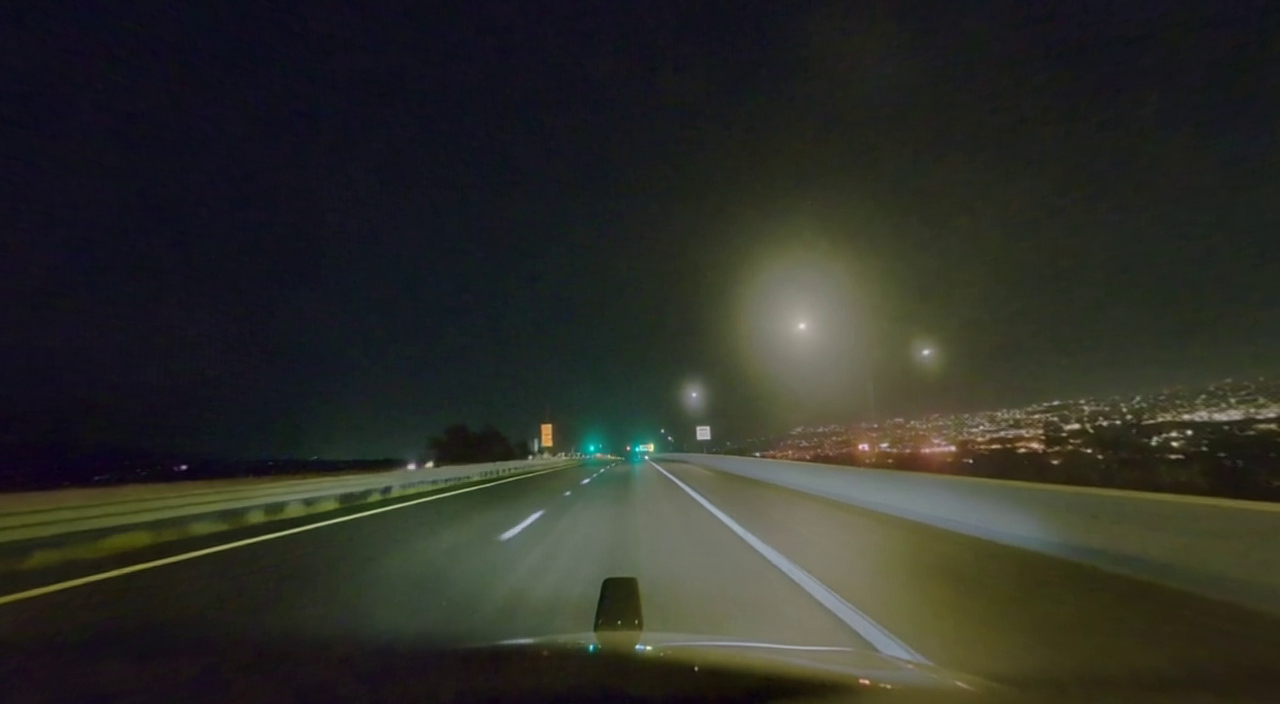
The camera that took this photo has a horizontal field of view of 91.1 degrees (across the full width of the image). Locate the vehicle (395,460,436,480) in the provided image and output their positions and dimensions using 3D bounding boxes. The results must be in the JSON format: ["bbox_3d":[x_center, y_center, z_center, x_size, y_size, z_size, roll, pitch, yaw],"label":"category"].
[{"bbox_3d":[-16.960,8.899,47.628,1.702,1.387,3.727,-1,-9,0],"label":"vehicle"}]
